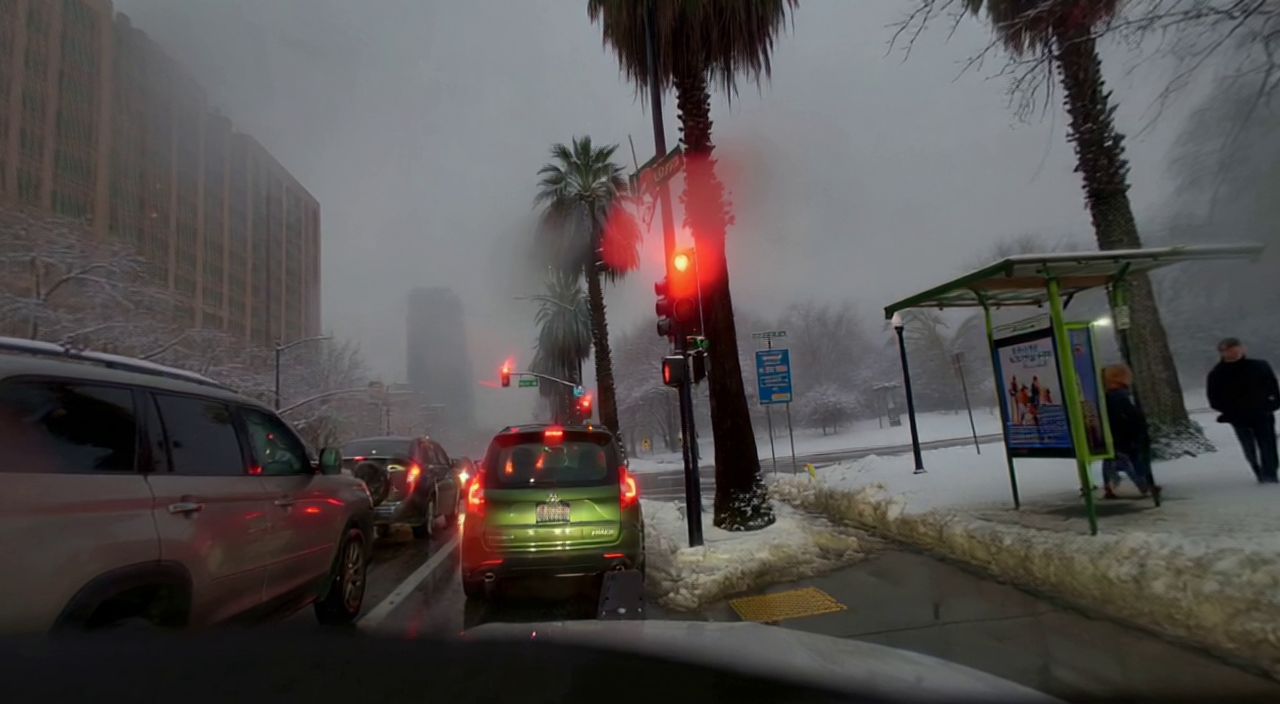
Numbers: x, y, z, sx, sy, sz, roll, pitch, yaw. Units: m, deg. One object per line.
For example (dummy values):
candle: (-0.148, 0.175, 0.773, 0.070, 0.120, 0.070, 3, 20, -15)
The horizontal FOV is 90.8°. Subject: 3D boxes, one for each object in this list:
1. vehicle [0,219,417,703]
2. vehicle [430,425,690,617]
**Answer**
vehicle: (-2.765, 0.905, 3.221, 2.098, 1.851, 4.571, 1, -9, -7)
vehicle: (-1.024, 1.652, 7.240, 2.065, 1.467, 4.289, 2, -9, -11)
